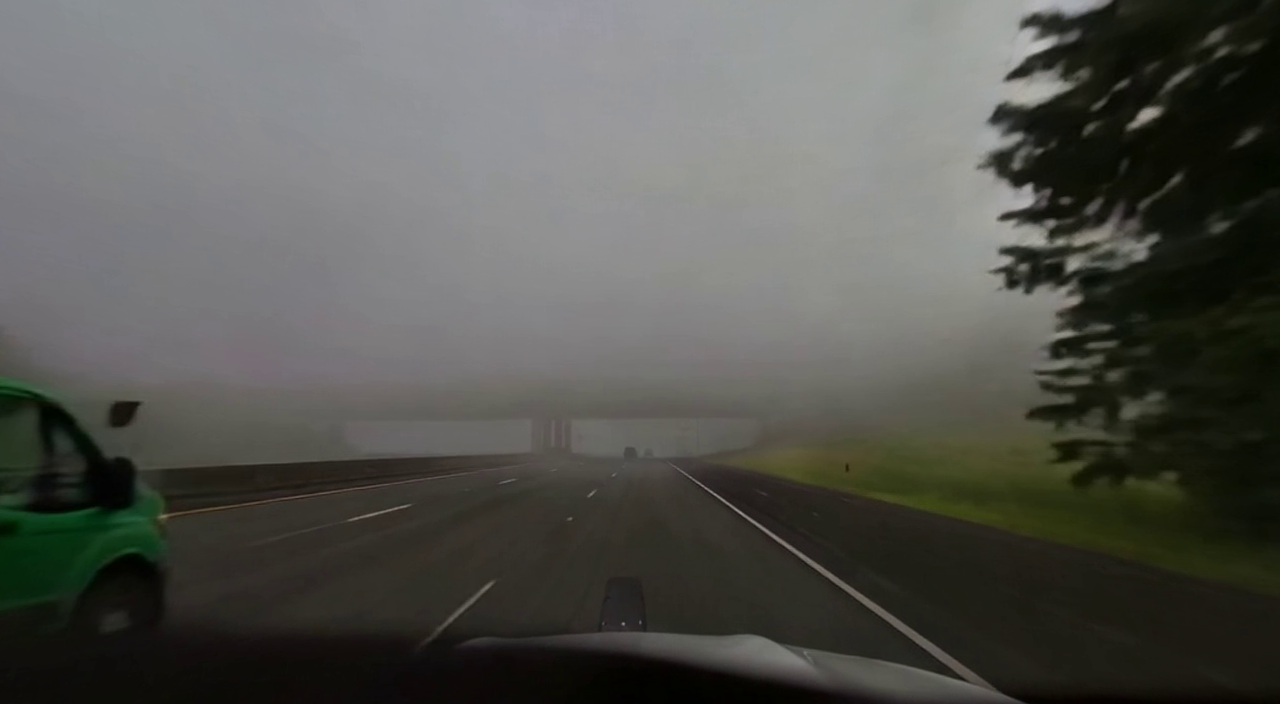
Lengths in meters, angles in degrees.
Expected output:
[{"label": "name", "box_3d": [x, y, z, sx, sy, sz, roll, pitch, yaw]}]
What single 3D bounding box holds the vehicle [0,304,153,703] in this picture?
[{"label": "vehicle", "box_3d": [-4.000, 0.488, 1.127, 2.167, 1.929, 5.037, 0, -9, 0]}]
